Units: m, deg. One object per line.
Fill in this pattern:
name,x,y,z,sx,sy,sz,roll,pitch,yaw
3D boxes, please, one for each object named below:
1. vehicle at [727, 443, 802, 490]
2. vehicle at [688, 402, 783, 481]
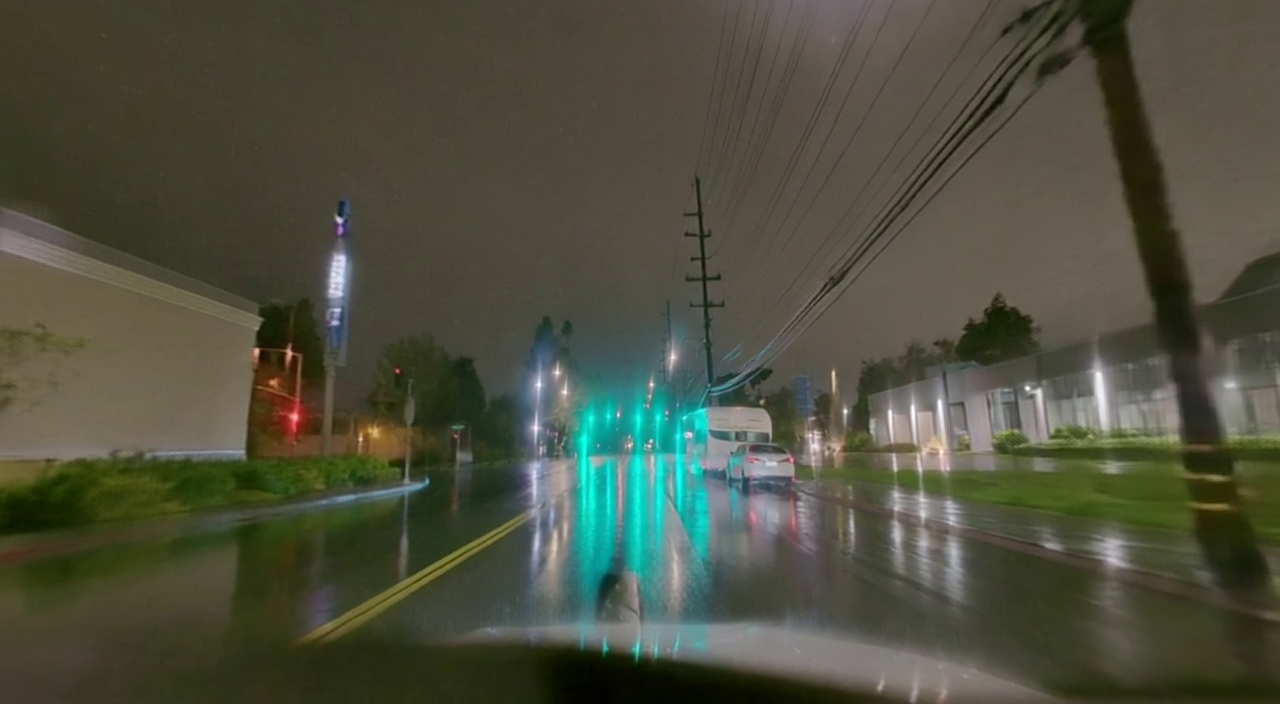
vehicle,4.430,4.117,23.020,1.852,1.497,3.672,-2,-8,-2
vehicle,4.272,4.343,30.498,3.110,3.241,8.788,0,-9,-1
